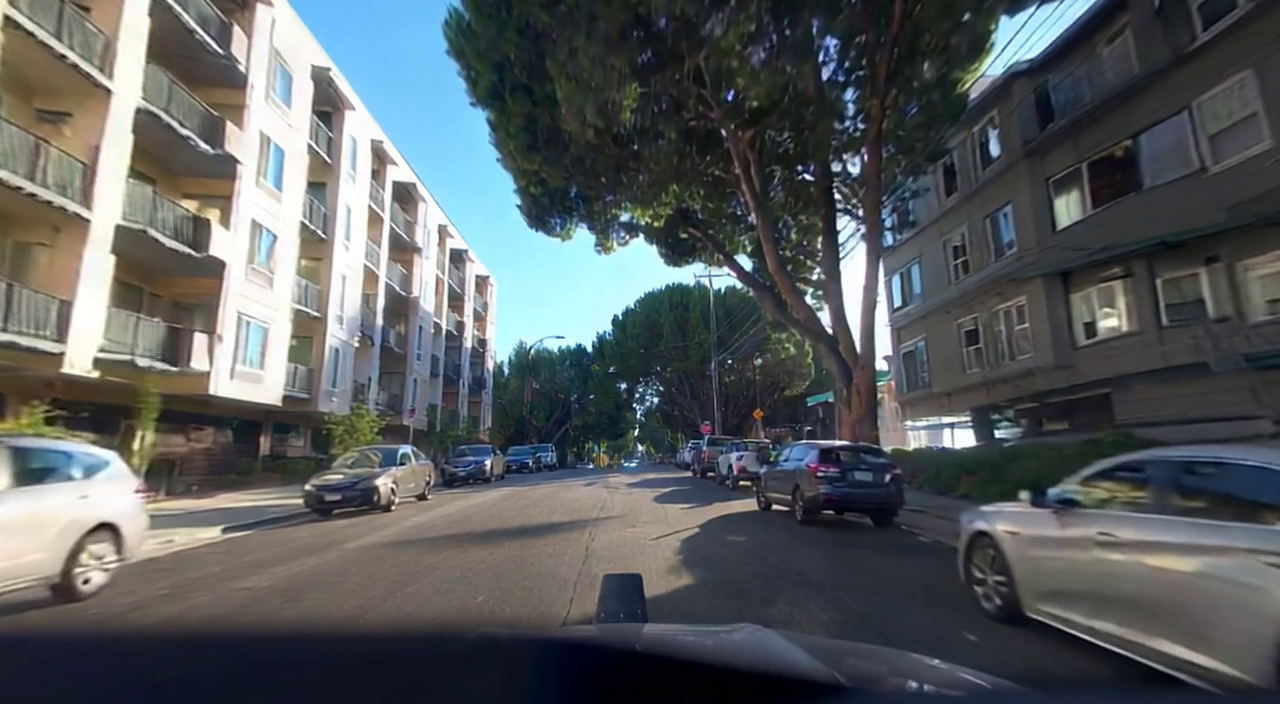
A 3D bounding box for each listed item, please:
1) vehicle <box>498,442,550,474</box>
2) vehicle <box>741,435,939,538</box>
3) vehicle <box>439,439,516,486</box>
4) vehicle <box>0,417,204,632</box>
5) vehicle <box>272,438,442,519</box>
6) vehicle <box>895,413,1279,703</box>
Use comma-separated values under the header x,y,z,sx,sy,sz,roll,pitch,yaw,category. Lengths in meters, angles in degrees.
x,y,z,sx,sy,sz,roll,pitch,yaw,category
-6.445,5.921,35.557,2.069,1.647,4.359,-1,-8,0,vehicle
3.361,2.351,11.885,1.948,1.502,5.013,0,-8,-2,vehicle
-6.458,4.397,25.576,1.947,1.707,4.352,0,-8,0,vehicle
-6.241,1.423,5.244,2.023,1.740,4.567,0,-8,-1,vehicle
-6.477,2.911,15.140,2.100,1.640,4.341,0,-8,-1,vehicle
3.500,1.136,3.451,2.041,1.488,5.026,0,-8,-1,vehicle
